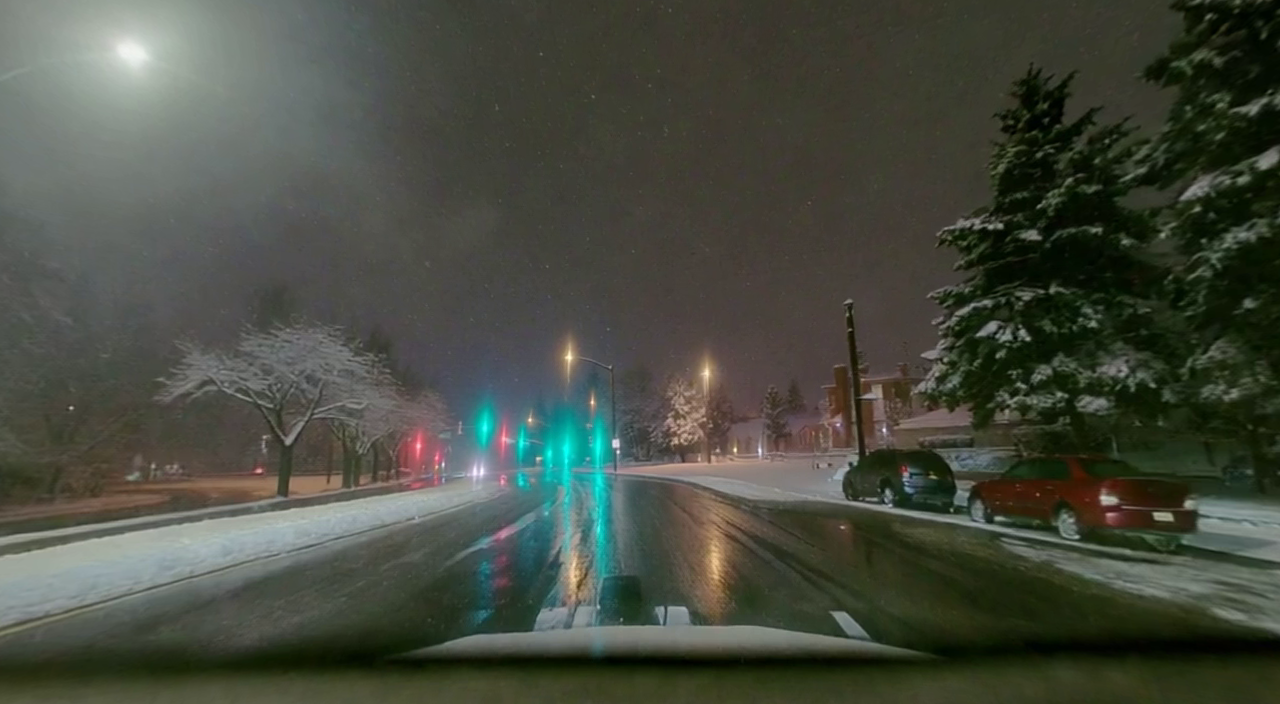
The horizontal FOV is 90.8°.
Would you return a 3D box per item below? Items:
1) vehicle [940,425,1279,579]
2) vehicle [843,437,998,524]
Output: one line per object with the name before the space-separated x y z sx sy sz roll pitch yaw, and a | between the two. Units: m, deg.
vehicle | 7.592 2.329 10.976 2.193 1.872 4.684 -5 -7 -2
vehicle | 7.625 3.488 17.969 2.456 2.057 5.270 -1 -8 6
